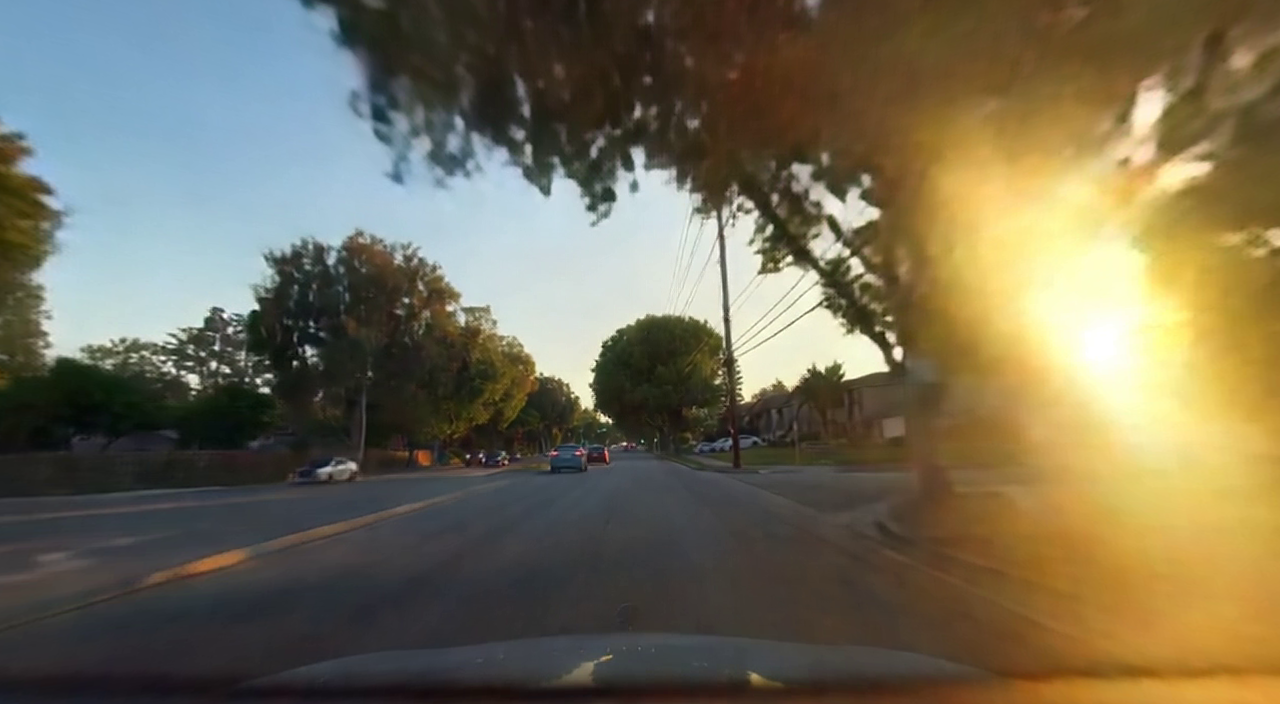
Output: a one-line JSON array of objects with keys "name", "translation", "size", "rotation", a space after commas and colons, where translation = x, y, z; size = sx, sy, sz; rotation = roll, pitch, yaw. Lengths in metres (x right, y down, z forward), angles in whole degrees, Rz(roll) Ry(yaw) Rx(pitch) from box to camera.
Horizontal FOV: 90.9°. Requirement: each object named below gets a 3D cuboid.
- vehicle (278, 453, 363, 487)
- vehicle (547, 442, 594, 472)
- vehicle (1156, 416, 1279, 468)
[{"name": "vehicle", "translation": [-16.178, 5.979, 32.266], "size": [1.937, 1.480, 4.755], "rotation": [0, -9, -1]}, {"name": "vehicle", "translation": [-3.665, 5.611, 33.965], "size": [2.084, 1.466, 4.522], "rotation": [0, -9, 0]}, {"name": "vehicle", "translation": [21.864, 3.196, 22.499], "size": [4.904, 1.735, 2.270], "rotation": [0, -8, -2]}]
